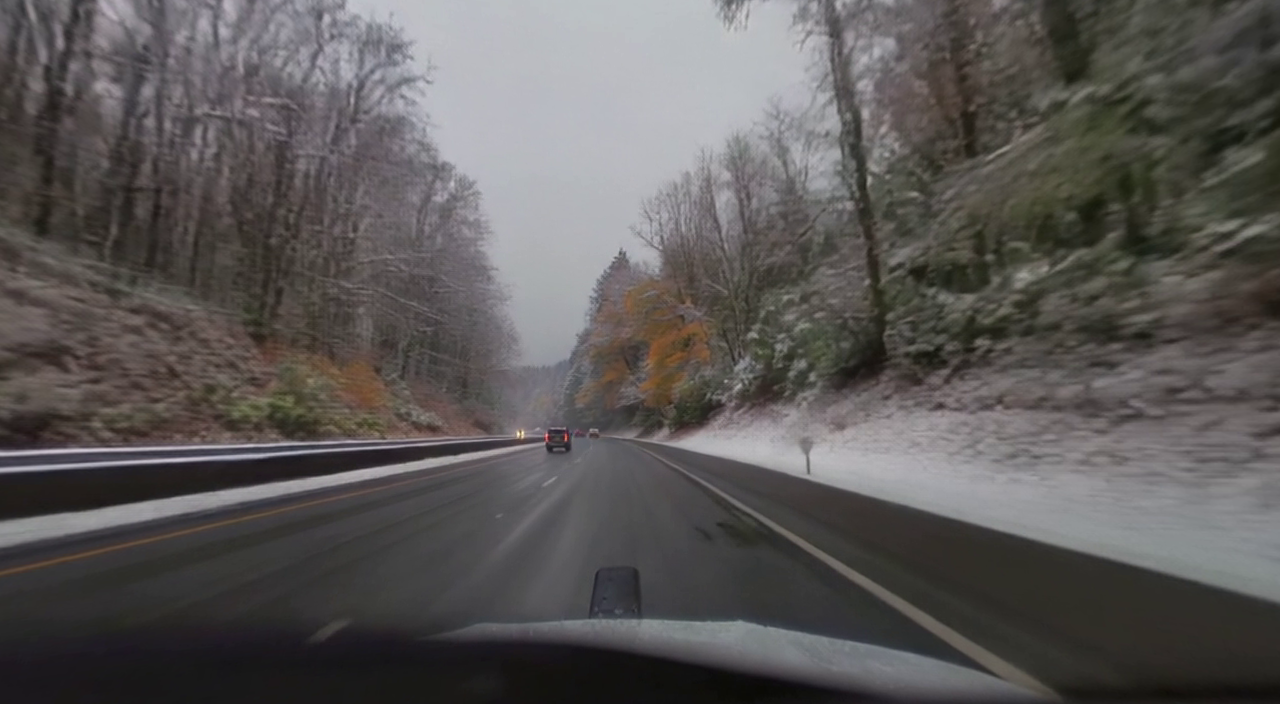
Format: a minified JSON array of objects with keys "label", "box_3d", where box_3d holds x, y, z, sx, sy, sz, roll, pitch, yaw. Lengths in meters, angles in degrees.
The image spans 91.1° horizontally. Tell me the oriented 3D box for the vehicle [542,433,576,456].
[{"label":"vehicle","box_3d":[-5.732,6.585,45.067,2.073,1.559,4.393,0,-8,-3]}]
